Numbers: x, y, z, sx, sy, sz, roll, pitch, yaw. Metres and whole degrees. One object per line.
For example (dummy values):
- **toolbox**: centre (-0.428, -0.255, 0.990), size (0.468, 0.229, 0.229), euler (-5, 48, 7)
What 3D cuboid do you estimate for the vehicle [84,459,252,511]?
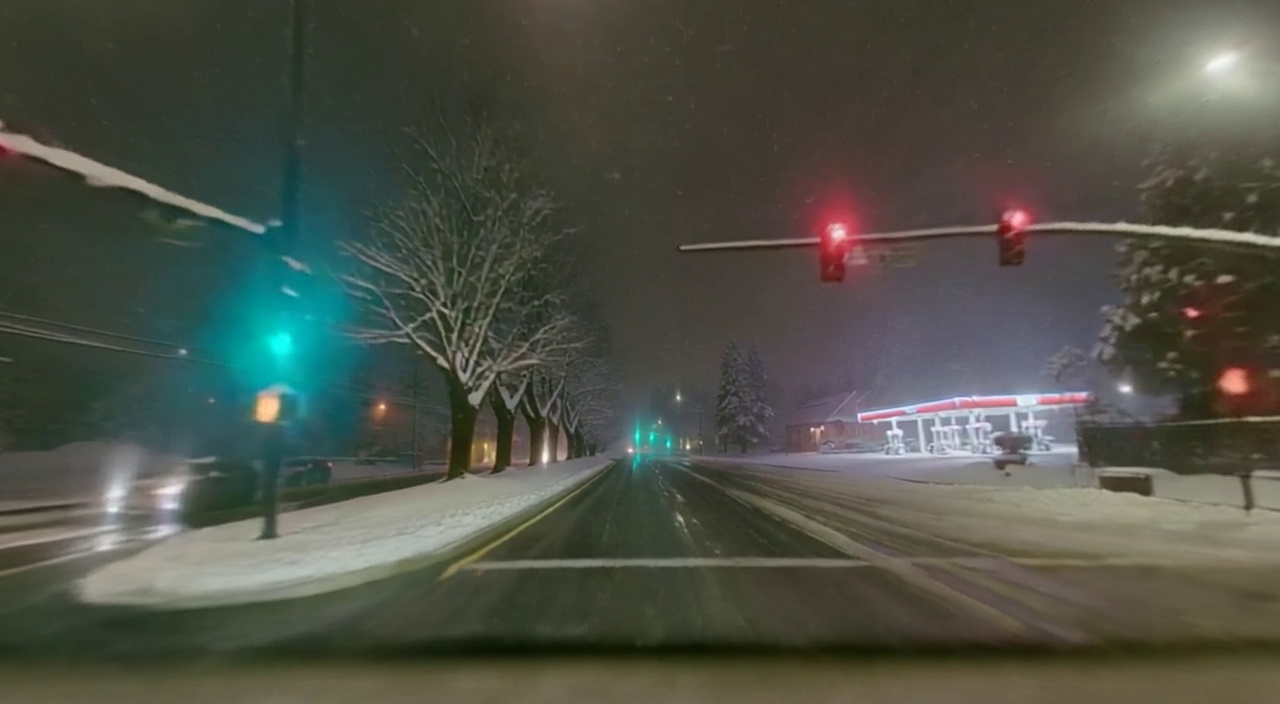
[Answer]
- **vehicle**: centre (-15.886, 4.465, 21.709), size (1.971, 1.492, 4.878), euler (0, -9, 0)

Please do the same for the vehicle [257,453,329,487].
- **vehicle**: centre (-22.330, 7.602, 40.917), size (2.076, 1.927, 4.749), euler (-2, -9, -2)
